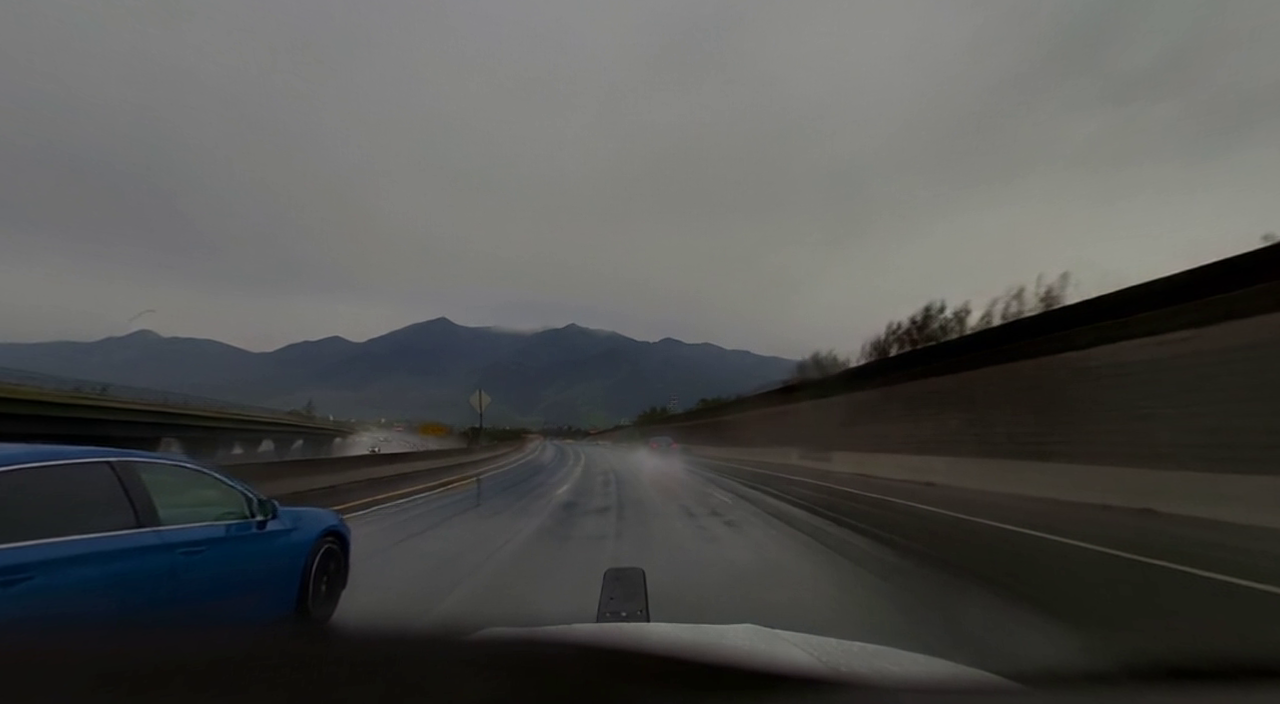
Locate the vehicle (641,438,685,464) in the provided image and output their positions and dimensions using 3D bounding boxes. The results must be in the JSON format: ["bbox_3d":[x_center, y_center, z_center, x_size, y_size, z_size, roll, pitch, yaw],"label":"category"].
[{"bbox_3d":[1.278,5.792,36.986,1.985,1.440,4.466,1,-8,-6],"label":"vehicle"}]
